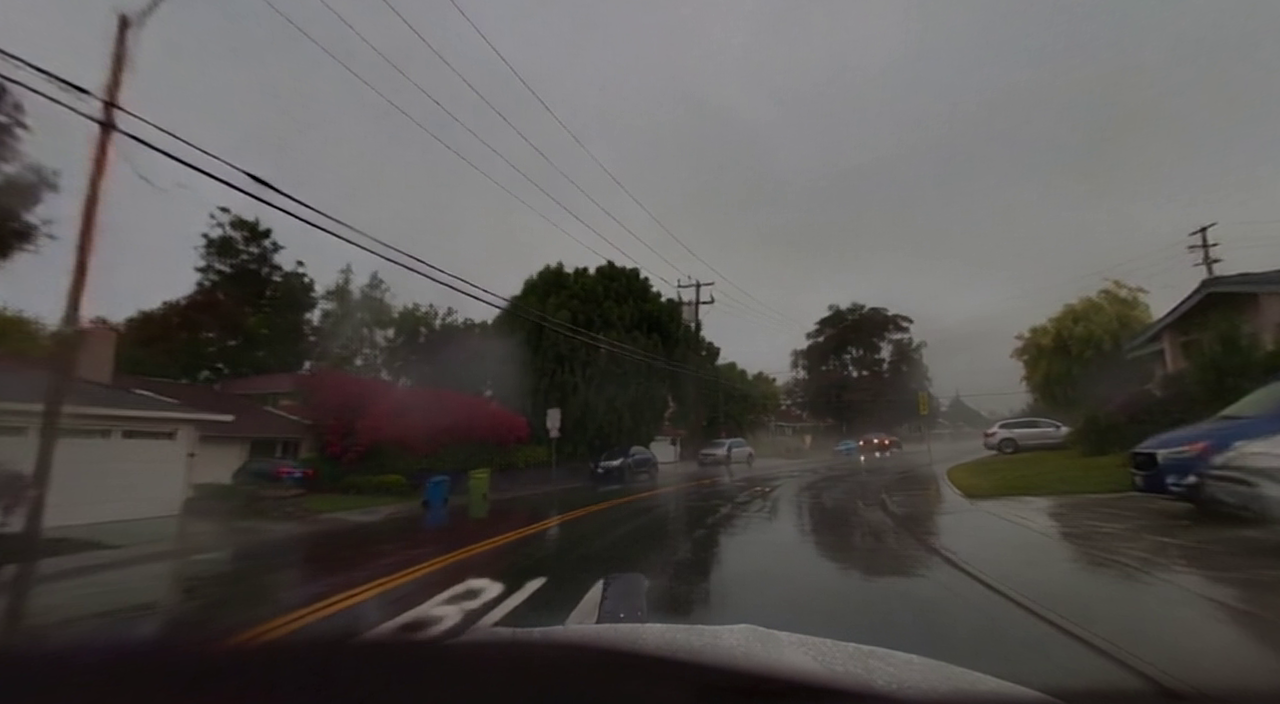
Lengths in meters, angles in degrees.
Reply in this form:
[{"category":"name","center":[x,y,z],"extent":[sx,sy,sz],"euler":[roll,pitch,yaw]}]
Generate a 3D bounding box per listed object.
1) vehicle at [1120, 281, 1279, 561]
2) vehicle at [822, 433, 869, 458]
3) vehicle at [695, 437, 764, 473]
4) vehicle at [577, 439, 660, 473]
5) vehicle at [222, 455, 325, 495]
[{"category":"vehicle","center":[7.262,0.554,4.951],"extent":[5.011,2.014,2.056],"euler":[-2,-9,11]},{"category":"vehicle","center":[15.360,7.018,47.154],"extent":[1.971,1.539,4.110],"euler":[-7,-15,39]},{"category":"vehicle","center":[4.991,5.750,34.822],"extent":[2.056,1.726,4.463],"euler":[-8,-14,31]},{"category":"vehicle","center":[-1.293,5.883,35.995],"extent":[2.155,1.802,4.758],"euler":[8,-11,-42]},{"category":"vehicle","center":[-15.141,5.044,26.121],"extent":[3.697,1.489,1.842],"euler":[-4,-9,26]}]
